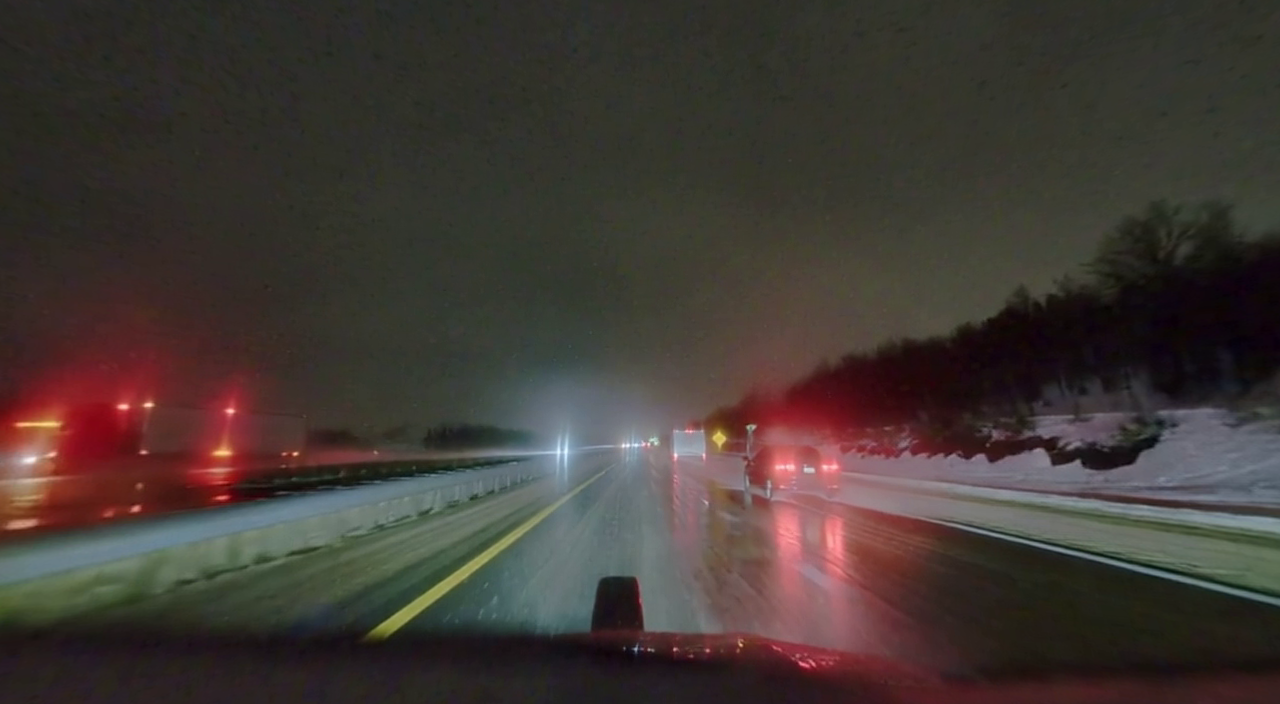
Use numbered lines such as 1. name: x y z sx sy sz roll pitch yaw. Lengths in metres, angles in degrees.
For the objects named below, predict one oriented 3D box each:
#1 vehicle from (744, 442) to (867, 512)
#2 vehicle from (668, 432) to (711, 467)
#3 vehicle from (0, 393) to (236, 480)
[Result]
1. vehicle: 3.852 2.969 15.335 1.836 1.459 3.766 0 -9 -2
2. vehicle: 3.791 7.645 49.293 2.597 2.593 5.984 0 -9 -2
3. vehicle: -30.633 5.387 38.657 3.029 4.123 16.728 0 -9 -9
